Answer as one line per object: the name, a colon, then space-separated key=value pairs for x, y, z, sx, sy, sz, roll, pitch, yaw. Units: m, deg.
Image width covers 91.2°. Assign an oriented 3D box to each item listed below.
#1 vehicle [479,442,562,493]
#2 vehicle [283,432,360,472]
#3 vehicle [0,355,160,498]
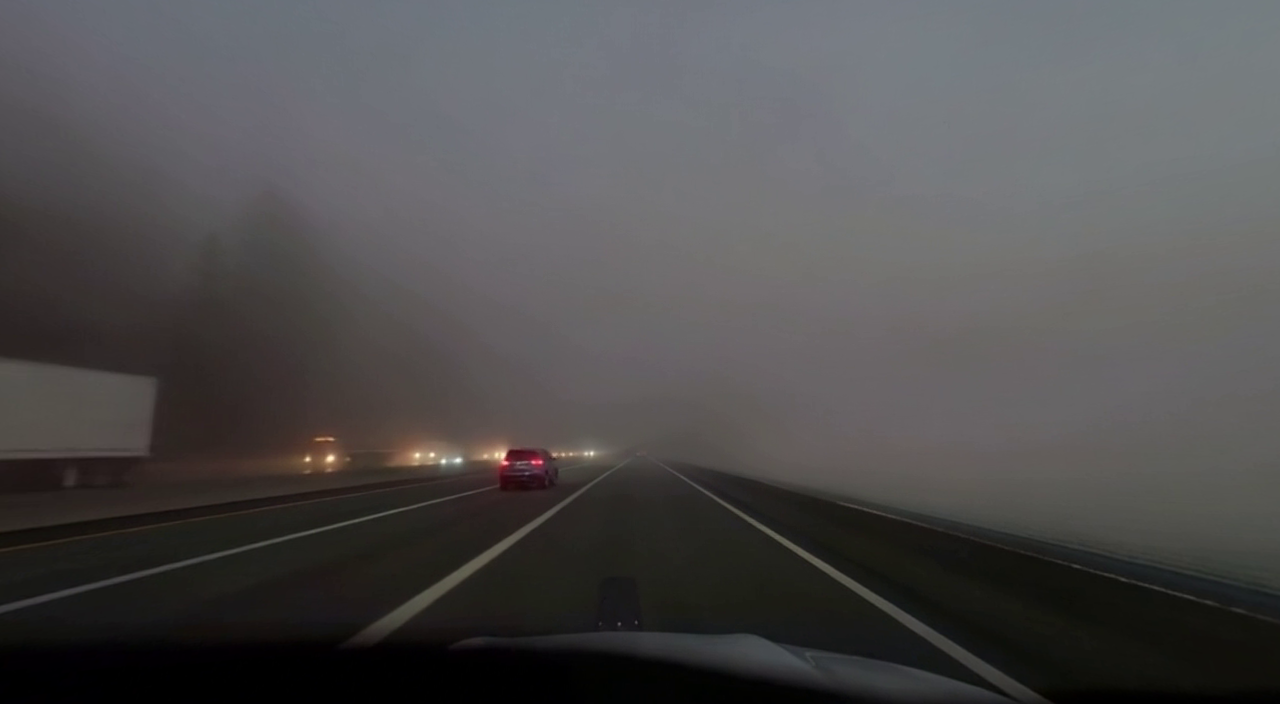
vehicle: x=-3.809 y=3.763 z=20.709 sx=1.933 sy=1.497 sz=3.973 roll=0 pitch=-9 yaw=1
vehicle: x=-23.010 y=7.275 z=45.603 sx=2.438 sy=2.716 sz=5.506 roll=0 pitch=-9 yaw=2
vehicle: x=-19.839 y=1.994 z=16.995 sx=2.892 sy=4.074 sz=13.567 roll=0 pitch=-9 yaw=0
